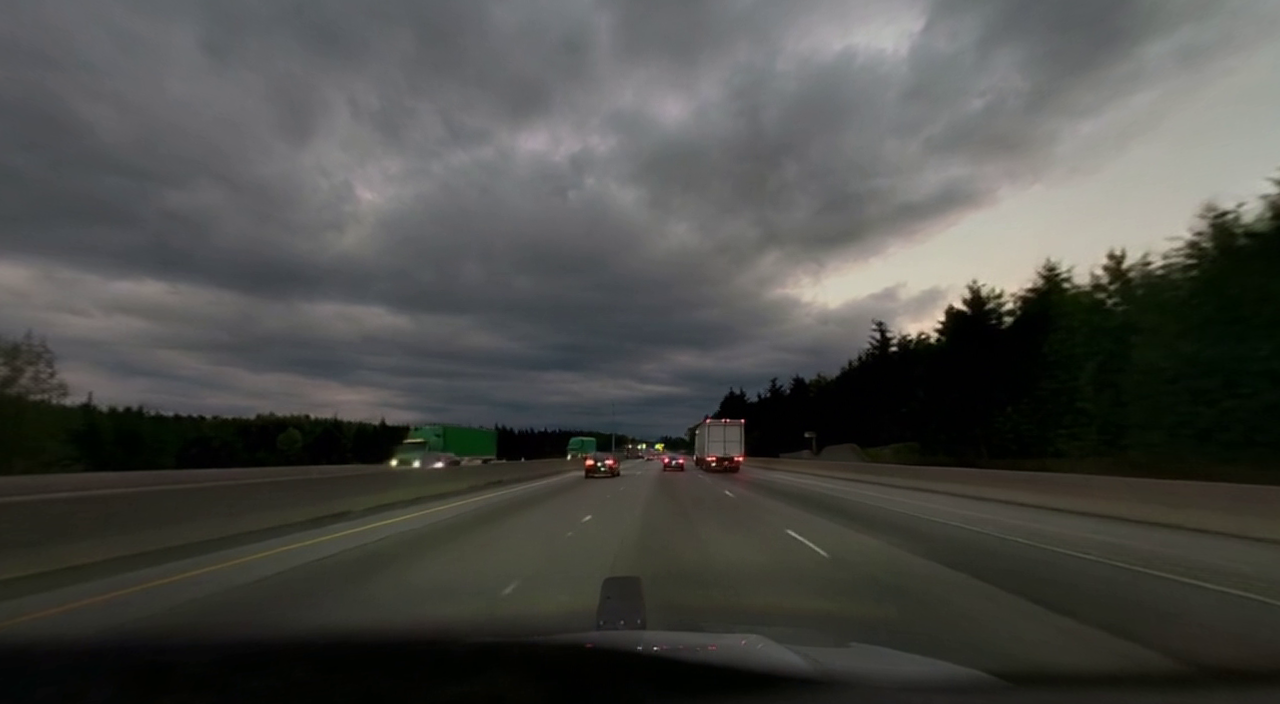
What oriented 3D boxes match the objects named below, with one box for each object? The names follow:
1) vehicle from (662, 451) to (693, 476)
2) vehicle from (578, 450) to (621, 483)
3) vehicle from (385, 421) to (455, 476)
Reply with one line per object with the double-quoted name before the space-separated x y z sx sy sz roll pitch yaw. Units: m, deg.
"vehicle" 2.501 7.565 42.959 1.957 1.541 4.099 0 -9 1
"vehicle" -2.047 5.955 33.032 1.960 1.579 4.384 0 -9 1
"vehicle" -17.108 7.608 49.389 3.005 3.979 5.919 -1 -9 3
